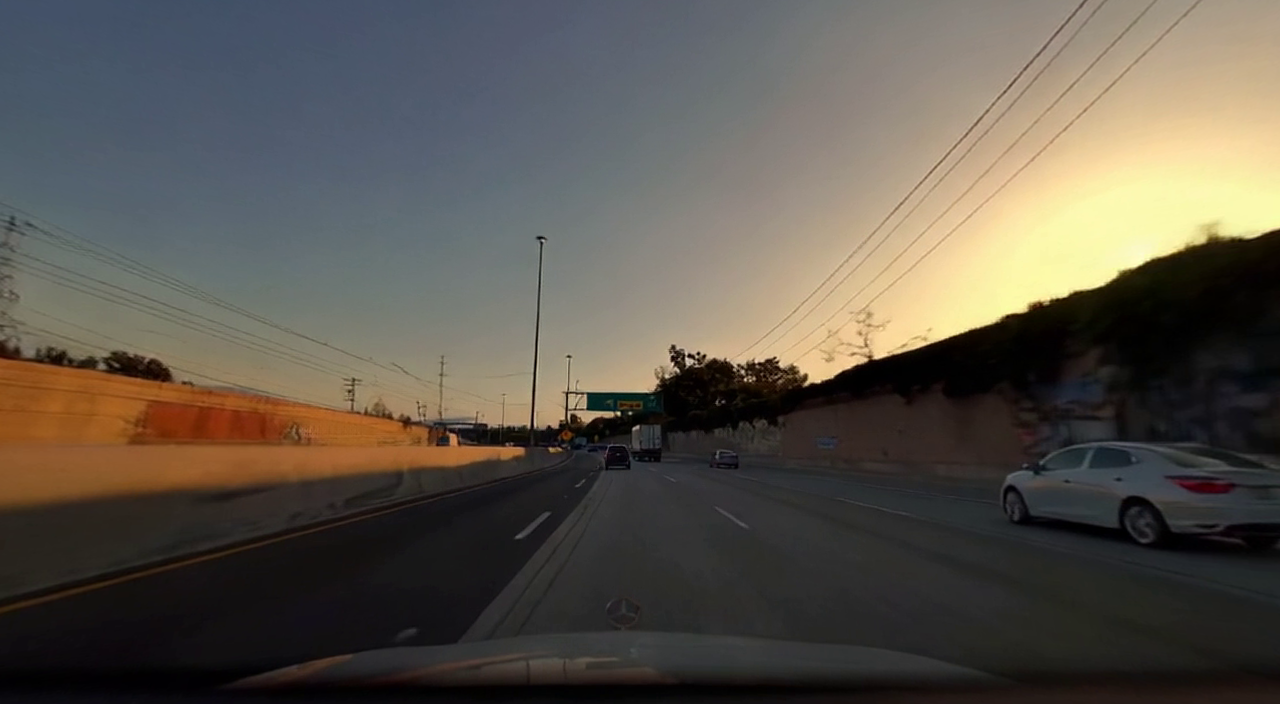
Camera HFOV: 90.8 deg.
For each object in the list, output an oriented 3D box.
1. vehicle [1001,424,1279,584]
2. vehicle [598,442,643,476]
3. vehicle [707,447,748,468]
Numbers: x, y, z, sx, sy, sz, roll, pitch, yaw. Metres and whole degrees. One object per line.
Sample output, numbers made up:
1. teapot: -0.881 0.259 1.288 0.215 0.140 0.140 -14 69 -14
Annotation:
1. vehicle: 7.177 1.807 8.322 2.032 1.525 4.631 0 -9 -1
2. vehicle: -1.024 5.517 32.754 2.191 1.685 3.353 0 -9 -2
3. vehicle: 6.236 7.593 45.577 2.018 1.451 4.762 0 -9 -4
